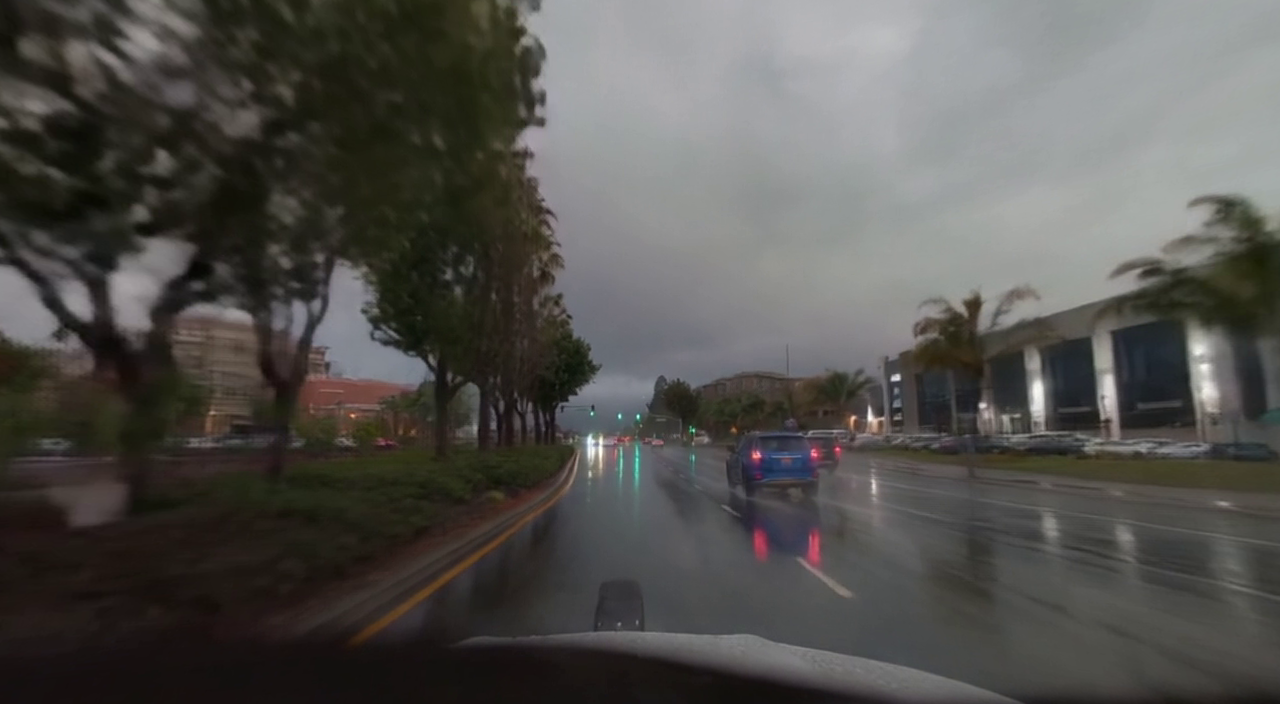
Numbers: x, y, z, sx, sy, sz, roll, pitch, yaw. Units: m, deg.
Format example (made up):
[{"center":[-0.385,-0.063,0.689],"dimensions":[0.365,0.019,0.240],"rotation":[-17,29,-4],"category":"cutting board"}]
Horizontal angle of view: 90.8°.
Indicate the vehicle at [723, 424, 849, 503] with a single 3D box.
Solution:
[{"center":[3.464,2.743,15.896],"dimensions":[2.072,1.696,4.177],"rotation":[0,-8,-1],"category":"vehicle"}]
